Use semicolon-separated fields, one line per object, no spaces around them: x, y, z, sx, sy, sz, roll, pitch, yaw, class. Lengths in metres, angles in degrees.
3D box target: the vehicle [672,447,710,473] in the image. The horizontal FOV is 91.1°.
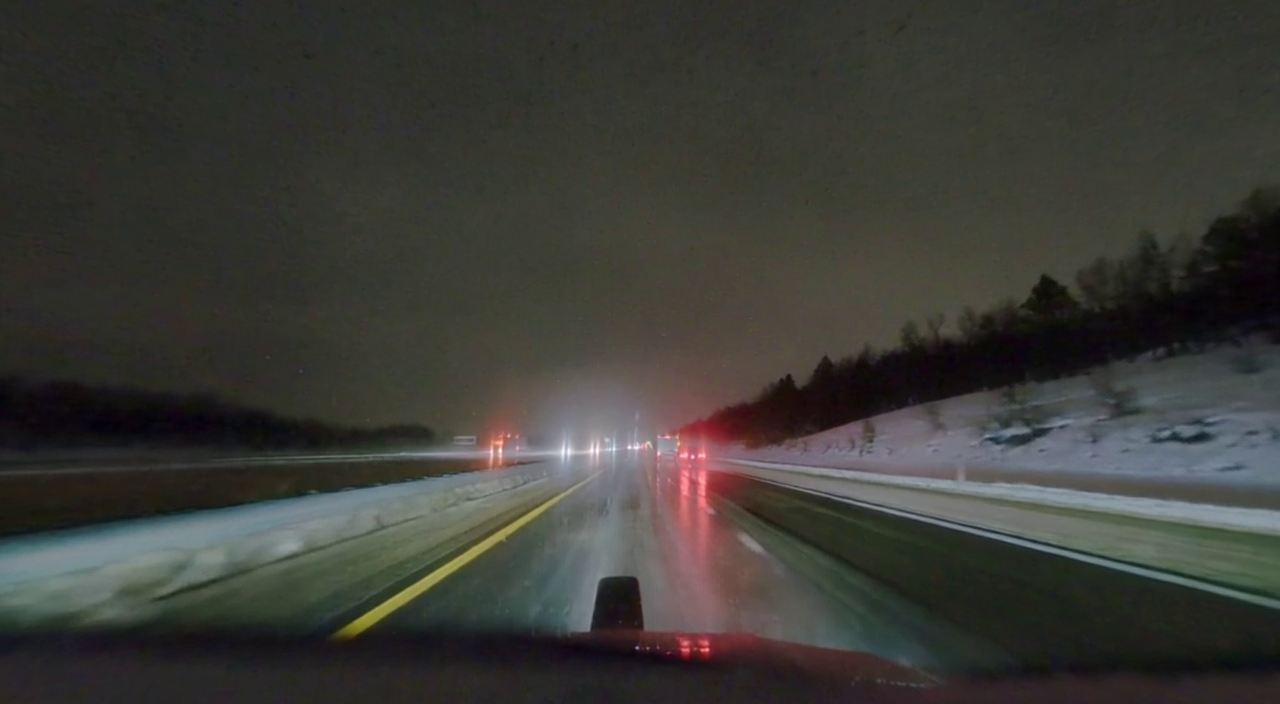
3.029;6.451;37.752;1.836;1.459;3.766;0;-9;-2;vehicle
